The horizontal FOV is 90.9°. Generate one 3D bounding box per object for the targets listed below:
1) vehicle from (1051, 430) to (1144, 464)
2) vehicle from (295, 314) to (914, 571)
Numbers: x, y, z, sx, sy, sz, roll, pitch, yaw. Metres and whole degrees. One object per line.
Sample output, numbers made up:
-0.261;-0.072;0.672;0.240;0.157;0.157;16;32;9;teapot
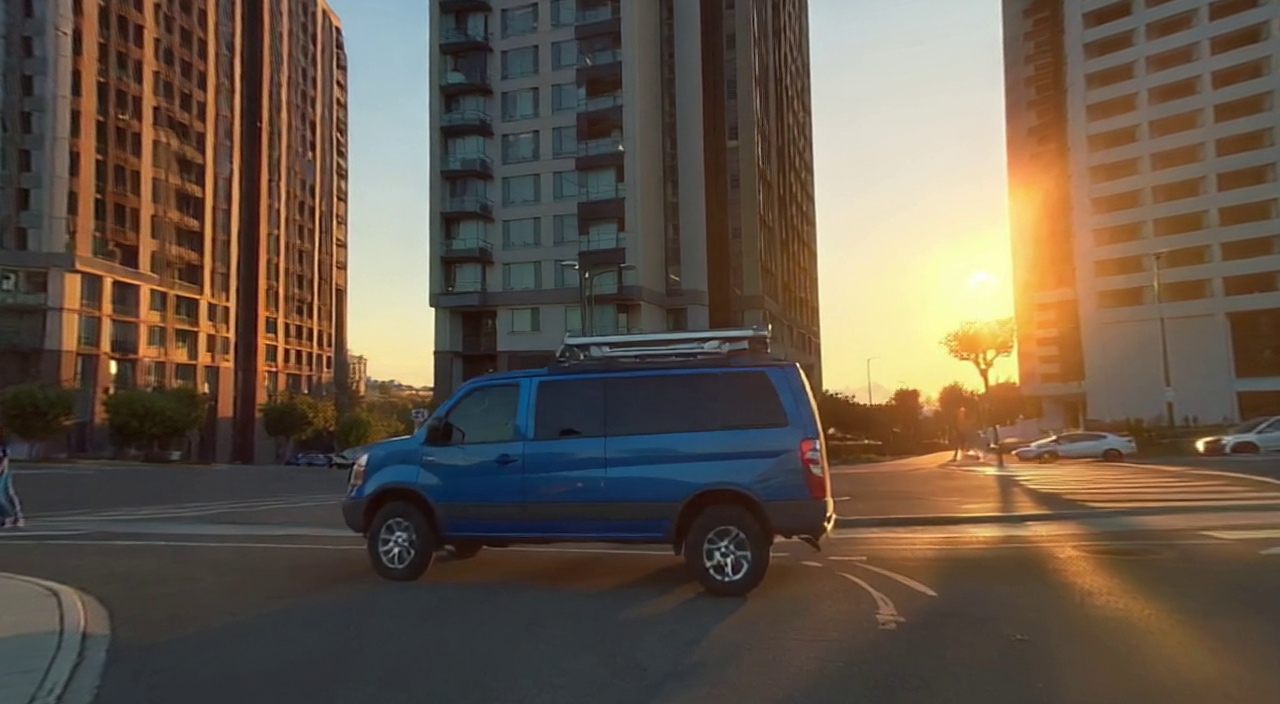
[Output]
24.526;5.119;33.928;3.827;1.677;1.898;-6;-10;33;vehicle
-0.447;1.182;8.386;6.932;2.753;2.446;-1;-9;6;vehicle
